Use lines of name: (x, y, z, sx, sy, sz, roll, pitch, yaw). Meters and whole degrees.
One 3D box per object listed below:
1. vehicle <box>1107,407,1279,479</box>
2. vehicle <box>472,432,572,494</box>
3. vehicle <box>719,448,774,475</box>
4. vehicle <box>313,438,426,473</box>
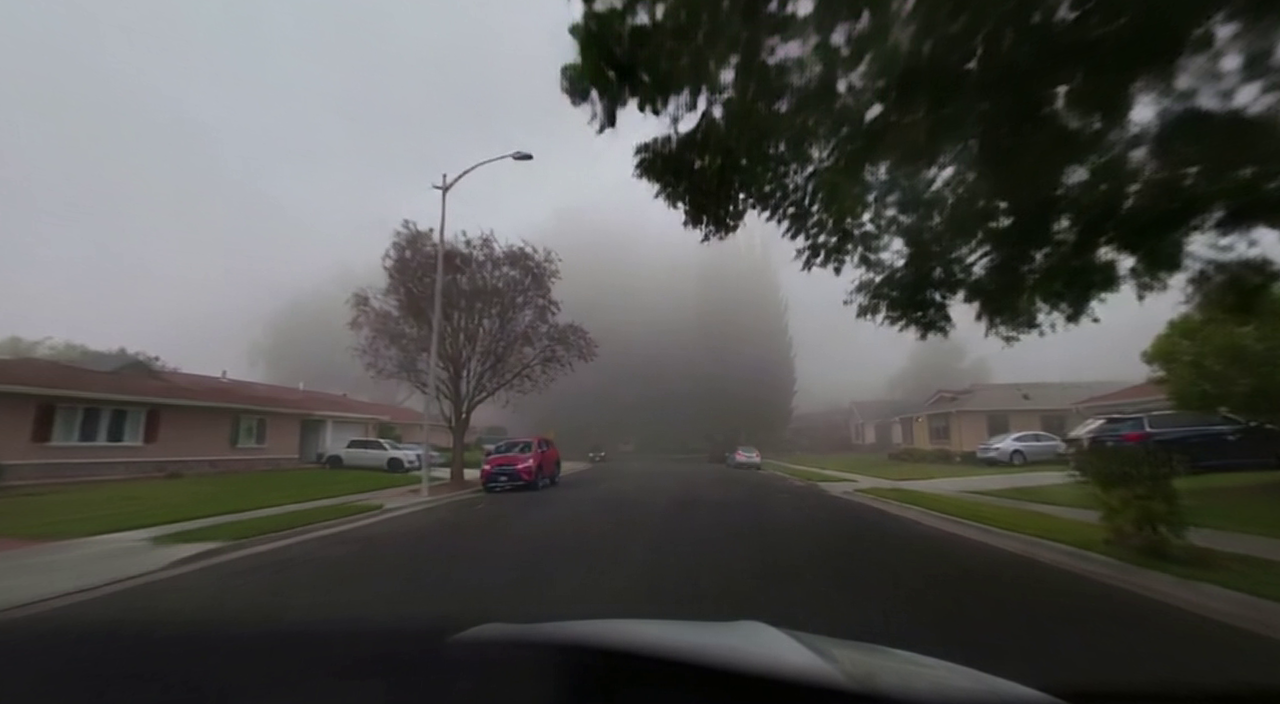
vehicle: (14.939, 2.355, 16.425, 4.384, 1.688, 1.956, 2, -8, -13)
vehicle: (-3.857, 3.685, 21.664, 2.215, 1.859, 4.765, 0, -8, 4)
vehicle: (6.097, 6.357, 36.834, 1.984, 1.437, 4.726, 1, -9, -5)
vehicle: (-11.782, 4.521, 27.832, 4.376, 1.458, 2.046, 3, -8, -19)
